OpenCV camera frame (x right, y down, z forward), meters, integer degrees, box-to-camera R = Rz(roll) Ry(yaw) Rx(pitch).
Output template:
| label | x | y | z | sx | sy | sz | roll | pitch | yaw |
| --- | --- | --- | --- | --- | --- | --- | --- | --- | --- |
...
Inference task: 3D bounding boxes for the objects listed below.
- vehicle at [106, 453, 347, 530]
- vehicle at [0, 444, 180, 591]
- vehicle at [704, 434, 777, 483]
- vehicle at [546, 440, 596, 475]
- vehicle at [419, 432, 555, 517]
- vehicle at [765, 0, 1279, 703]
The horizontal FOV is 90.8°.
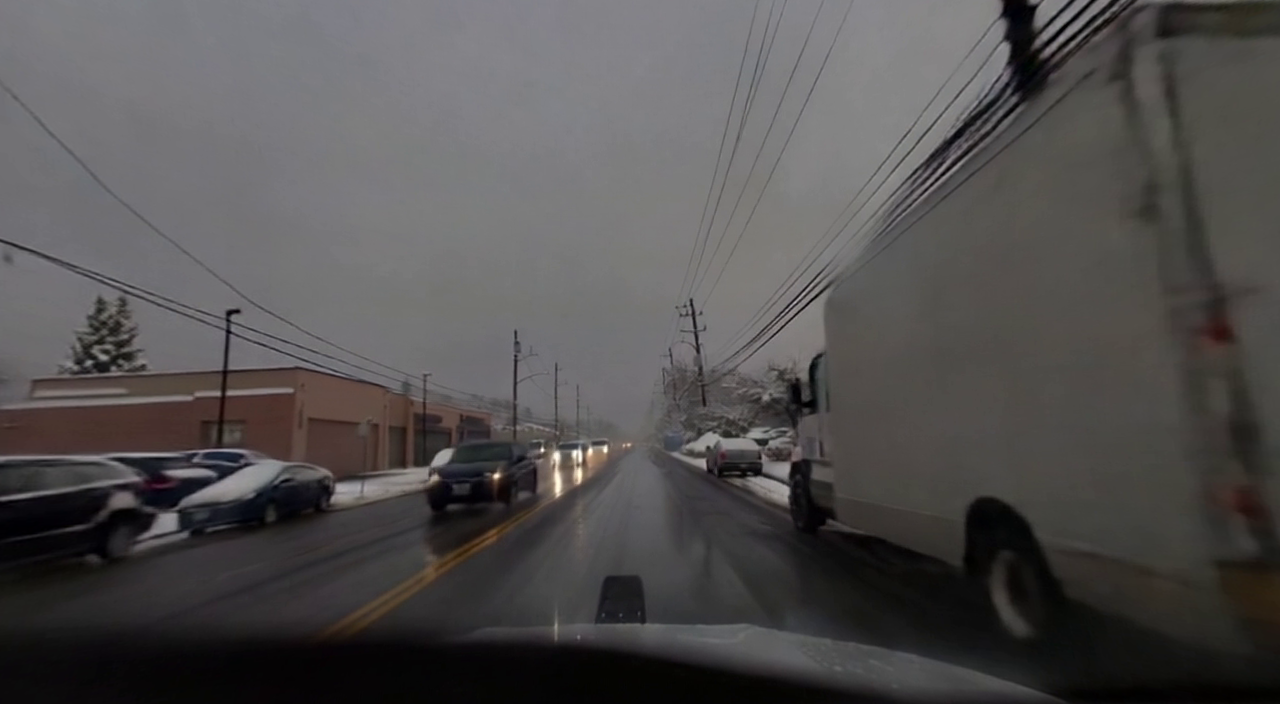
| label | x | y | z | sx | sy | sz | roll | pitch | yaw |
| --- | --- | --- | --- | --- | --- | --- | --- | --- | --- |
| vehicle | -10.360 | 3.503 | 16.199 | 4.757 | 1.537 | 1.957 | -2 | -8 | -5 |
| vehicle | -8.241 | 2.037 | 7.619 | 1.954 | 1.622 | 4.761 | -5 | -8 | -1 |
| vehicle | 3.846 | 4.155 | 25.014 | 2.092 | 1.730 | 4.595 | 0 | -9 | 0 |
| vehicle | -3.603 | 5.642 | 33.983 | 2.100 | 1.723 | 4.433 | -1 | -9 | 1 |
| vehicle | -3.381 | 2.794 | 14.872 | 2.061 | 1.679 | 4.042 | -1 | -9 | 2 |
| vehicle | 3.507 | 0.324 | 6.188 | 2.874 | 3.757 | 8.612 | 2 | -9 | 1 |
